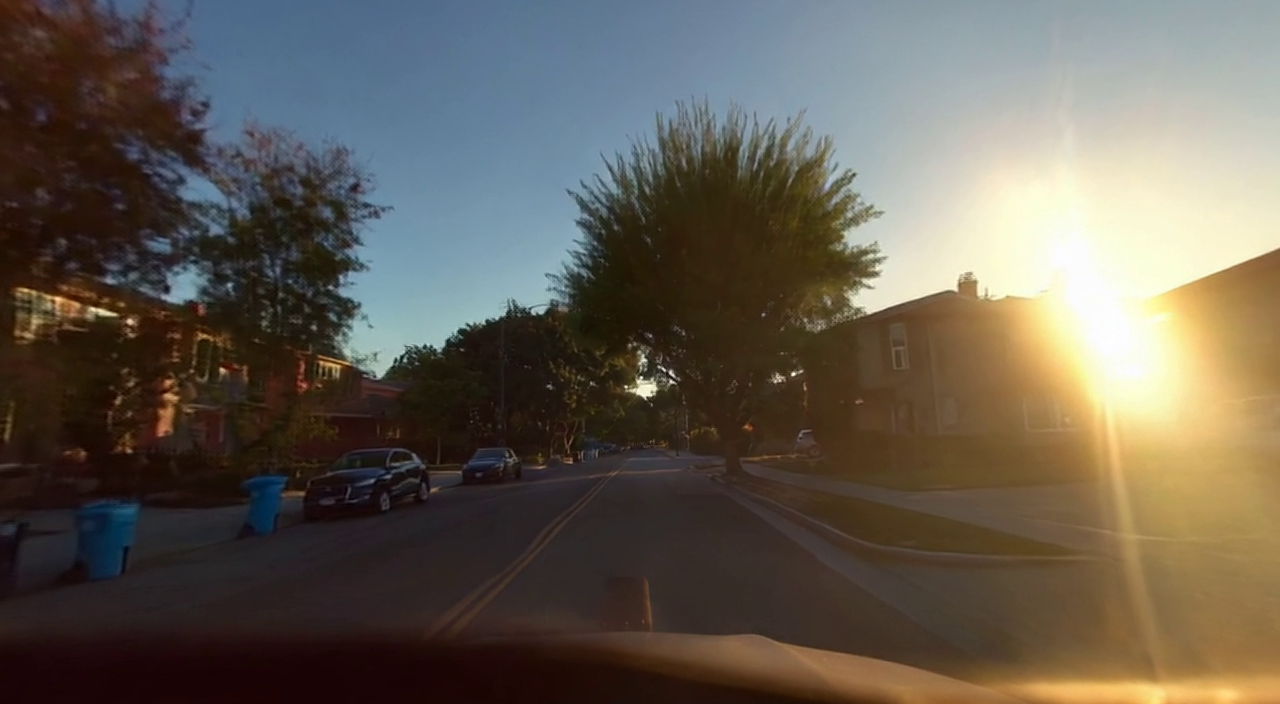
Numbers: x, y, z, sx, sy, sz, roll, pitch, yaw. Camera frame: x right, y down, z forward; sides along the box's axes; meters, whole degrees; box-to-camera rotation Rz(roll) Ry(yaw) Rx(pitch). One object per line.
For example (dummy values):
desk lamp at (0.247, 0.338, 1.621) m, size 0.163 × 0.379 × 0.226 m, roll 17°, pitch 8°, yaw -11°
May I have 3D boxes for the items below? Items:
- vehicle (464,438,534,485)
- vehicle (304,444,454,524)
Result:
vehicle at (-6.356, 4.952, 28.978) m, size 2.169 × 1.871 × 4.762 m, roll -2°, pitch -8°, yaw -1°
vehicle at (-6.283, 3.157, 15.778) m, size 1.945 × 1.530 × 4.430 m, roll -4°, pitch -8°, yaw -1°
